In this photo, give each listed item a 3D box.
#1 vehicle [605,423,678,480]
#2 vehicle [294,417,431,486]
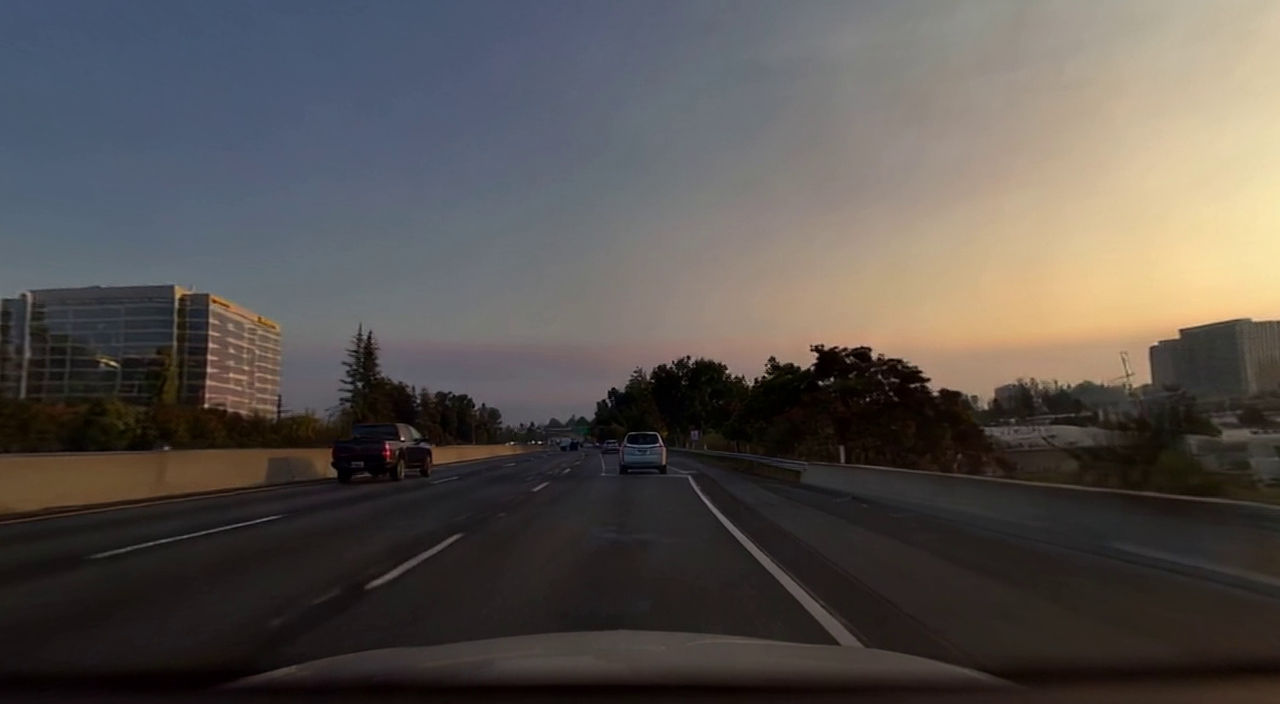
[{"bbox_3d":[0.068,3.843,24.595,2.497,1.957,5.432,0,-9,0],"label":"vehicle"},{"bbox_3d":[-8.764,3.231,20.634,2.289,1.955,5.147,0,-9,-2],"label":"vehicle"}]
